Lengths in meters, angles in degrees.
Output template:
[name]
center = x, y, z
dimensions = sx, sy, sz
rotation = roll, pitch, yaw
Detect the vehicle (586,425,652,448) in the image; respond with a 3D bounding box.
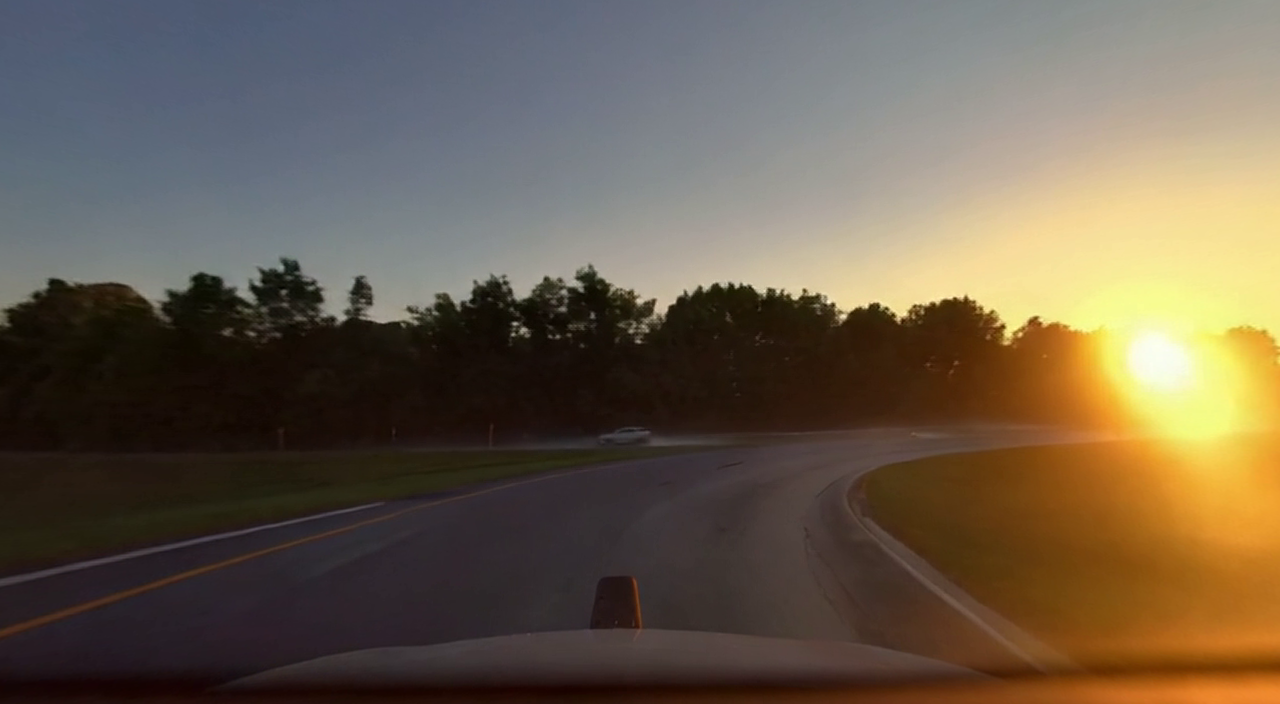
[vehicle]
center = -1.547, 6.177, 46.043
dimensions = 4.415, 1.617, 1.957
rotation = 3, -8, -17
